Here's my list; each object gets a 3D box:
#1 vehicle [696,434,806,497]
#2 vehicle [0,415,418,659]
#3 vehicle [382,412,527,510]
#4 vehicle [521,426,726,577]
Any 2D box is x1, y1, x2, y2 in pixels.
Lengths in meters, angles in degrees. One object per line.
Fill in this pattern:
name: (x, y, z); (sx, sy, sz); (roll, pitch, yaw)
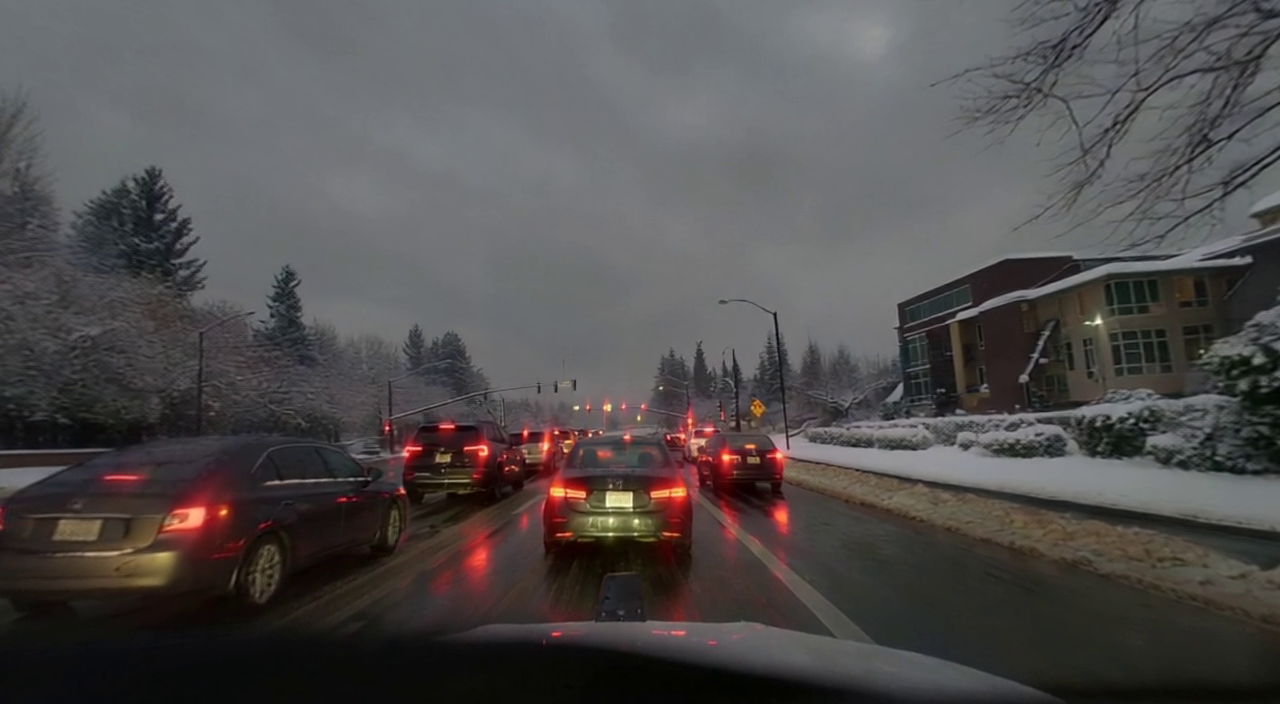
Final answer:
vehicle: (2.807, 2.991, 17.043); (1.978, 1.452, 4.381); (0, -9, -3)
vehicle: (-3.864, 1.443, 6.014); (1.985, 1.467, 4.224); (0, -9, -1)
vehicle: (-4.033, 2.460, 14.637); (2.054, 1.881, 4.469); (0, -9, -1)
vehicle: (-0.230, 1.775, 8.316); (2.007, 1.467, 4.059); (0, -9, -2)
